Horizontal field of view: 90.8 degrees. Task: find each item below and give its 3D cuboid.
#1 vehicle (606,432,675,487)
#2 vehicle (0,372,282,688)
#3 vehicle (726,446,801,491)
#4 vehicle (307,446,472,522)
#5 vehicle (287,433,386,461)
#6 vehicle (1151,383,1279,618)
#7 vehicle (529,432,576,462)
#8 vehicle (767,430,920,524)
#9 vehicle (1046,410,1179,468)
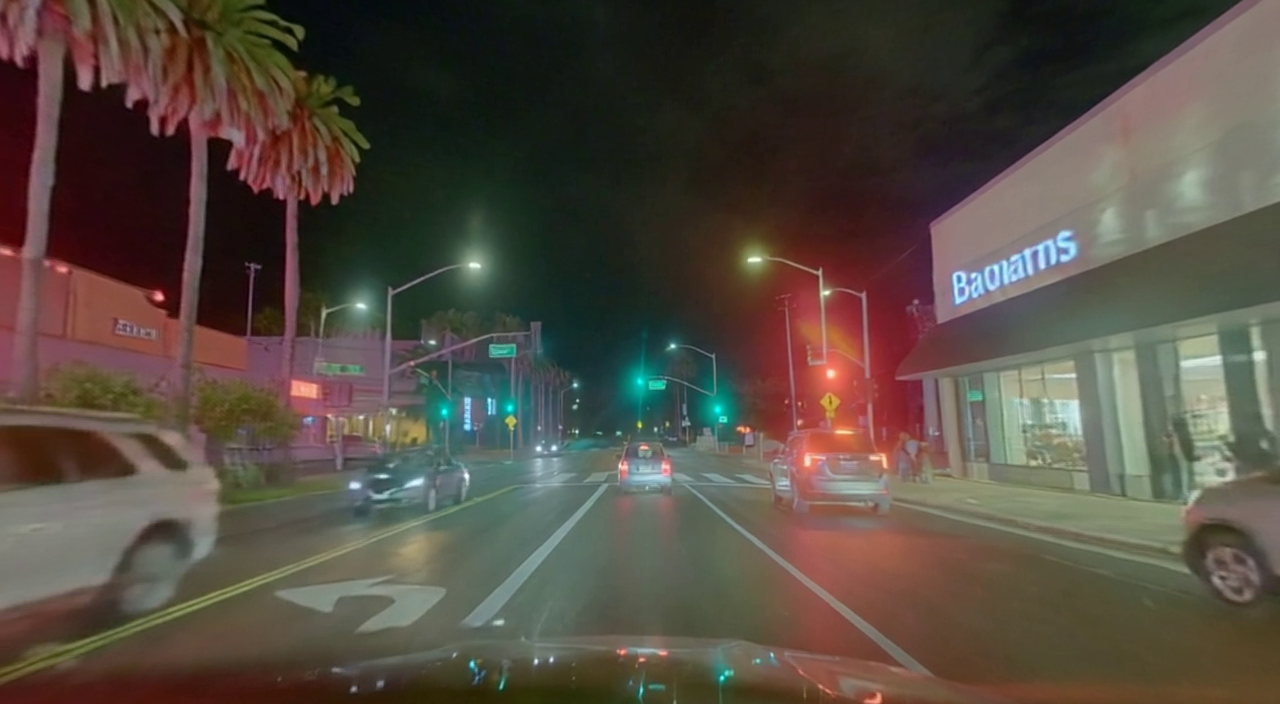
[{"bbox_3d":[-0.022,3.886,23.156,2.264,1.798,4.531,0,-8,-1],"label":"vehicle"},{"bbox_3d":[-4.785,1.063,3.912,2.341,1.762,4.865,0,-8,-1],"label":"vehicle"},{"bbox_3d":[4.373,4.163,23.098,1.963,1.449,4.653,-1,-8,2],"label":"vehicle"},{"bbox_3d":[-5.525,2.923,14.692,2.009,1.461,4.484,0,-8,0],"label":"vehicle"},{"bbox_3d":[-20.728,6.501,43.271,5.674,1.804,2.190,-1,-8,6],"label":"vehicle"},{"bbox_3d":[6.218,0.987,3.692,1.981,1.893,5.238,0,-8,-1],"label":"vehicle"},{"bbox_3d":[-5.620,6.214,41.299,2.324,1.808,4.946,0,-8,1],"label":"vehicle"},{"bbox_3d":[4.231,2.655,14.006,2.070,1.711,4.480,-1,-8,3],"label":"vehicle"},{"bbox_3d":[17.045,3.087,22.830,3.704,1.556,1.790,-4,-2,-14],"label":"vehicle"}]
